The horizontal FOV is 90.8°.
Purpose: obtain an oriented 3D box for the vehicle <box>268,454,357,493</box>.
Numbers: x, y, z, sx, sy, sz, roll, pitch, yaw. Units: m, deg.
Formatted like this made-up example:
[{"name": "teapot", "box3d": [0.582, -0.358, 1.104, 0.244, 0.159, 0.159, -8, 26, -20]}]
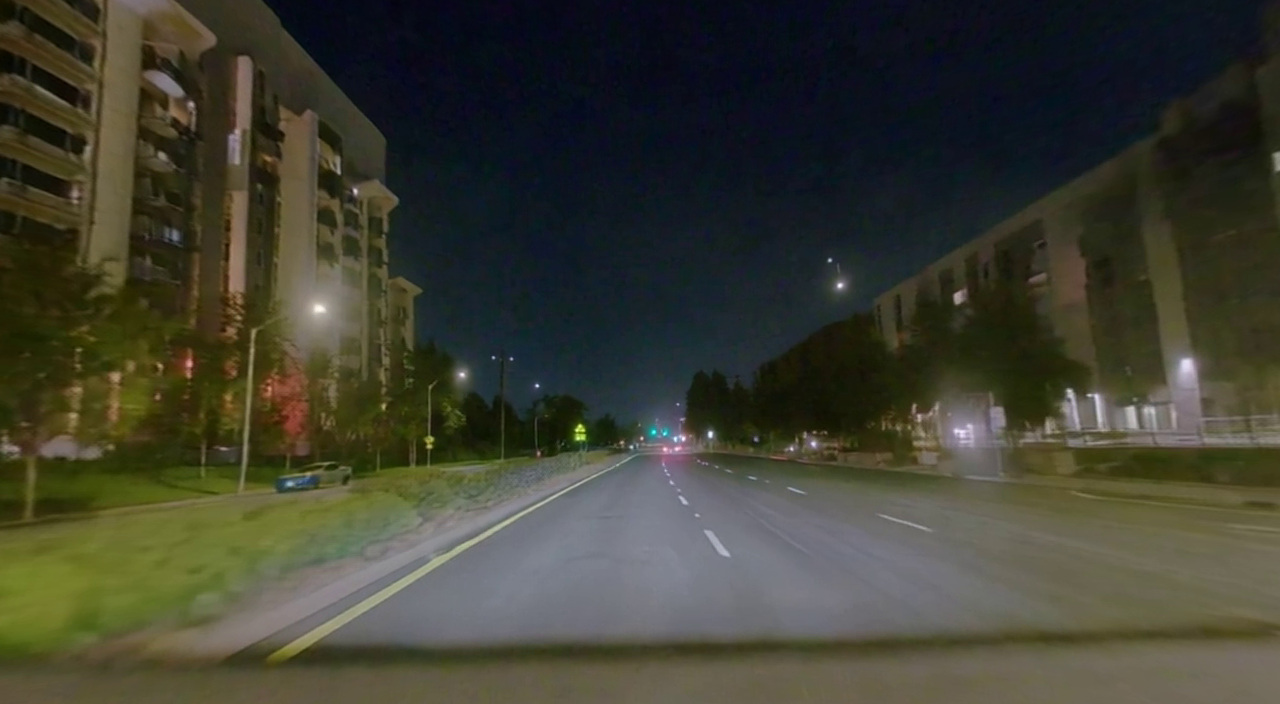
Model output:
[{"name": "vehicle", "box3d": [-15.927, 5.904, 31.009, 1.975, 1.629, 4.491, 0, -8, 0]}]
